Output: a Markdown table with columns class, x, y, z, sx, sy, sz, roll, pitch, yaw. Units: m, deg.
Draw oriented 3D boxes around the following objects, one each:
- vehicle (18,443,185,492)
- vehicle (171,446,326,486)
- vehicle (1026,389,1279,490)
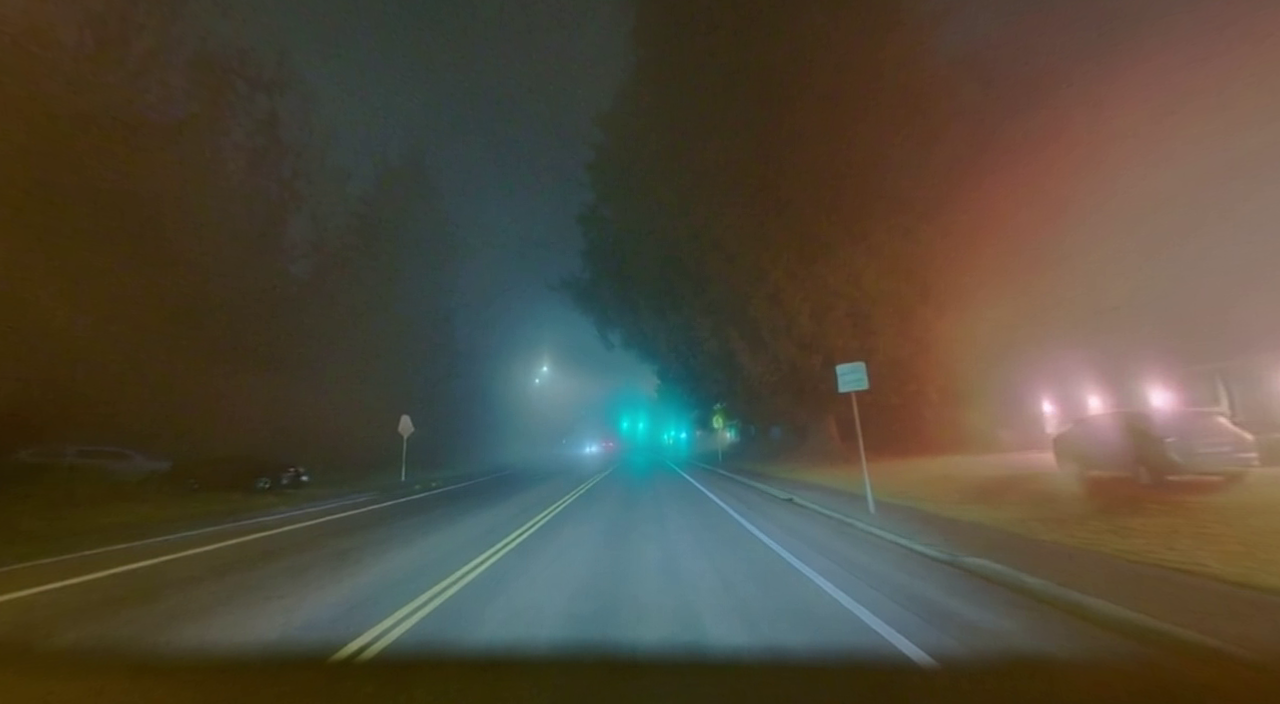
| class | x | y | z | sx | sy | sz | roll | pitch | yaw |
| --- | --- | --- | --- | --- | --- | --- | --- | --- | --- |
| vehicle | -19.124 | 4.101 | 22.525 | 4.233 | 1.623 | 1.943 | -1 | -8 | 2 |
| vehicle | -15.206 | 4.424 | 24.666 | 4.787 | 1.474 | 1.967 | -1 | -8 | 3 |
| vehicle | 9.790 | 1.694 | 12.097 | 1.805 | 1.571 | 4.467 | 0 | -9 | -2 |
